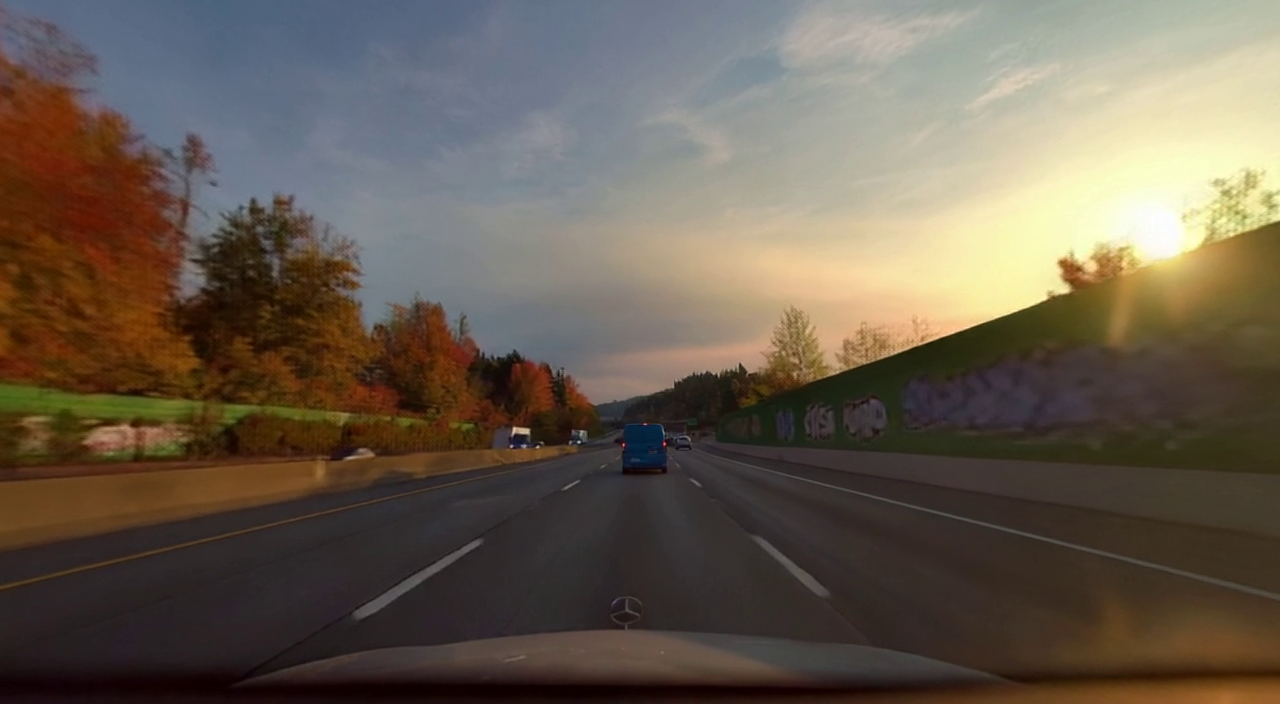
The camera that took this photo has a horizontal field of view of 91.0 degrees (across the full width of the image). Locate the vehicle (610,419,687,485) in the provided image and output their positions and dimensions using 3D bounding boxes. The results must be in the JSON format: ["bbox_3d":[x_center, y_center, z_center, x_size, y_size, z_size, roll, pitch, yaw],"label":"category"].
[{"bbox_3d":[0.242,3.318,21.066,2.283,1.956,4.421,0,-8,0],"label":"vehicle"}]

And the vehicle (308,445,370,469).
[{"bbox_3d":[-20.833,7.252,43.736,1.866,1.534,4.784,0,-8,1],"label":"vehicle"}]
